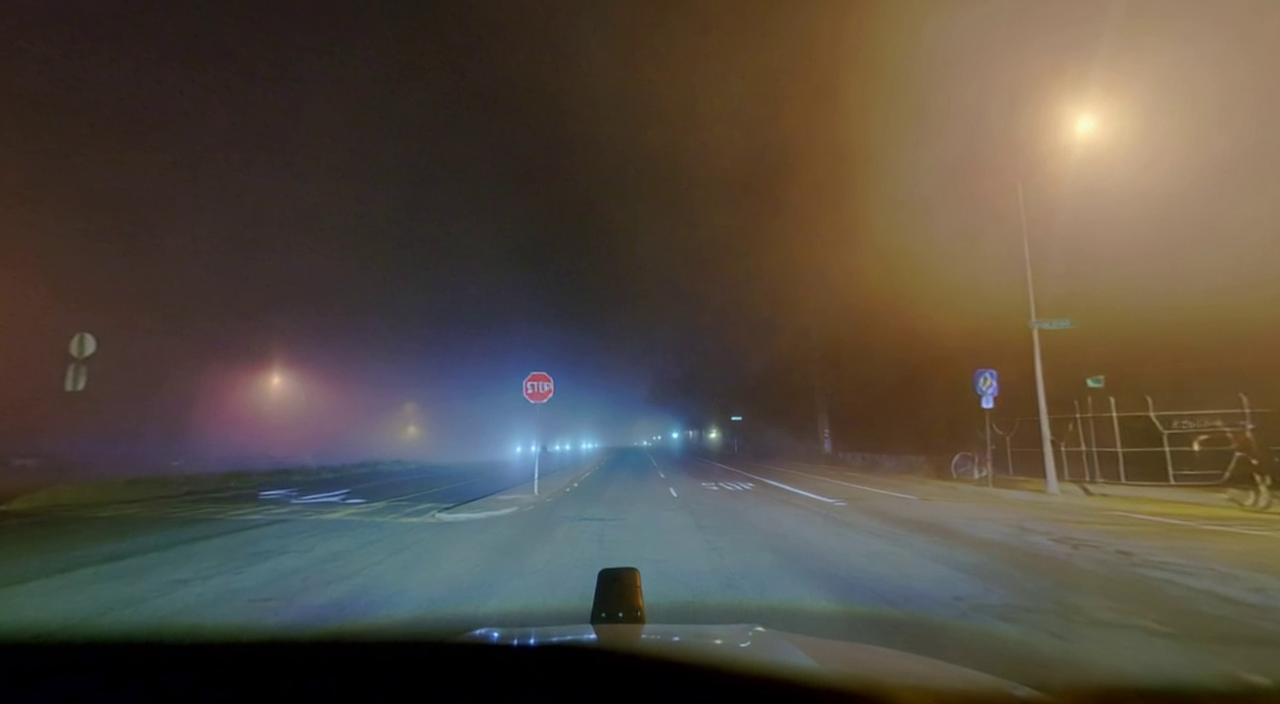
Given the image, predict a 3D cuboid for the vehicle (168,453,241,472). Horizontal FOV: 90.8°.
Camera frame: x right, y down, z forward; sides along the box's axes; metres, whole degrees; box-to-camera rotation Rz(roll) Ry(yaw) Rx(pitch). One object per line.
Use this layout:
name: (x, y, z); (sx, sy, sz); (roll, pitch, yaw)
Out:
vehicle: (-34.104, 8.690, 49.571); (4.327, 1.402, 1.757); (0, -9, -3)

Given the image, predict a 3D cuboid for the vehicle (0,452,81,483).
vehicle: (-33.493, 6.226, 34.134); (4.569, 1.558, 1.903); (1, -9, -5)
